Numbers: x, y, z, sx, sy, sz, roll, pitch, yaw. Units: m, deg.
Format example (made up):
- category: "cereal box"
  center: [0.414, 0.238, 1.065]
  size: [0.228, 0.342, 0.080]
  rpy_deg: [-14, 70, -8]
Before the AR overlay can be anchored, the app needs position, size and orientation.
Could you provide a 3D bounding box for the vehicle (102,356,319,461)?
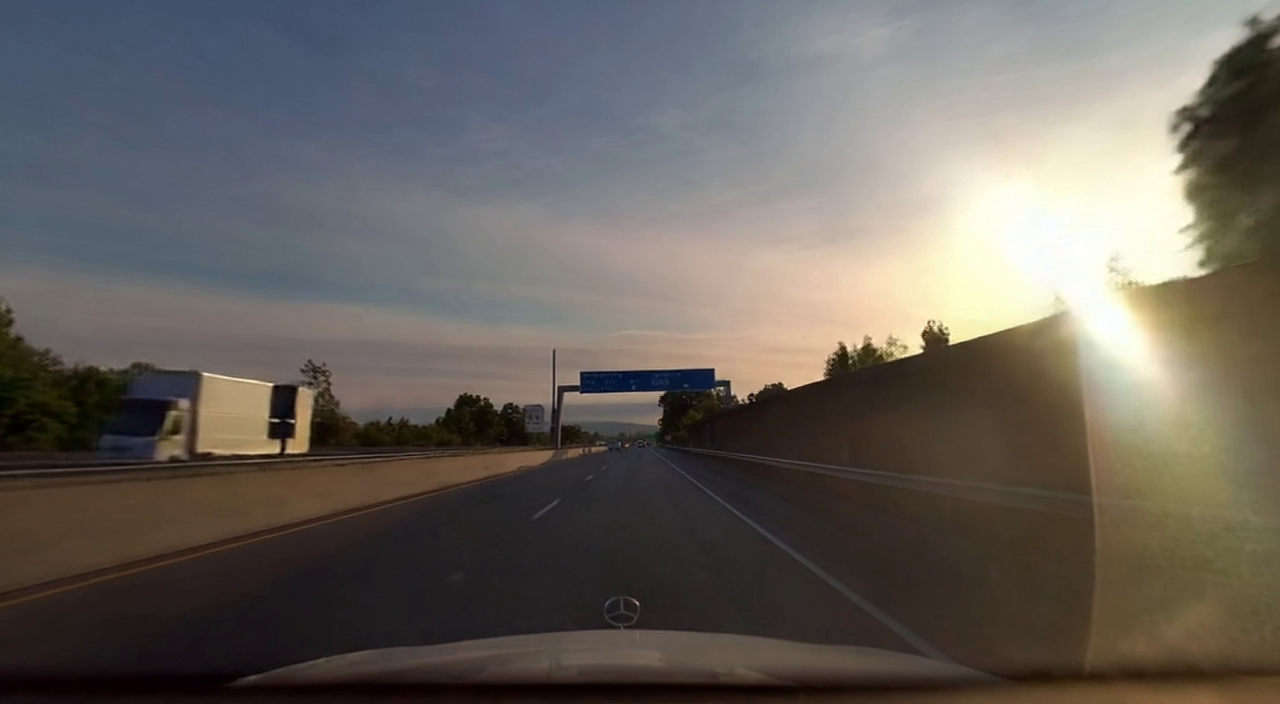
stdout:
- category: "vehicle"
  center: [-23.154, 3.531, 35.474]
  size: [3.255, 4.833, 12.518]
  rpy_deg: [-1, -8, 0]
